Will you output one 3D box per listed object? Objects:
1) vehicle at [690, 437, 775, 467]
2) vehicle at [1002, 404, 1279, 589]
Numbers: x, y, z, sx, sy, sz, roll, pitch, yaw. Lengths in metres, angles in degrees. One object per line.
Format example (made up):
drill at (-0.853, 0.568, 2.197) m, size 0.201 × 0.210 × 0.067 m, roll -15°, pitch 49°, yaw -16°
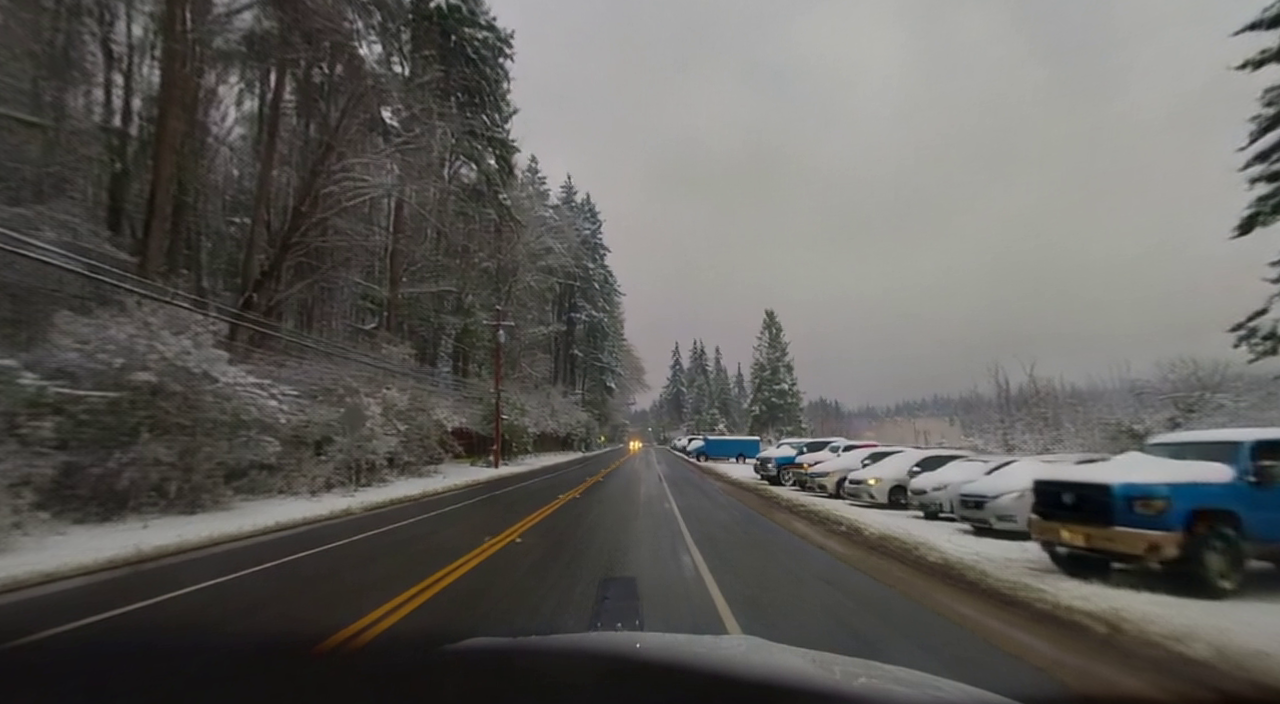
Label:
vehicle at (6.663, 7.307, 46.177) m, size 5.797 × 2.070 × 2.502 m, roll 0°, pitch -9°, yaw -1°
vehicle at (7.447, 1.705, 8.023) m, size 4.475 × 1.903 × 2.184 m, roll 2°, pitch -3°, yaw -3°
